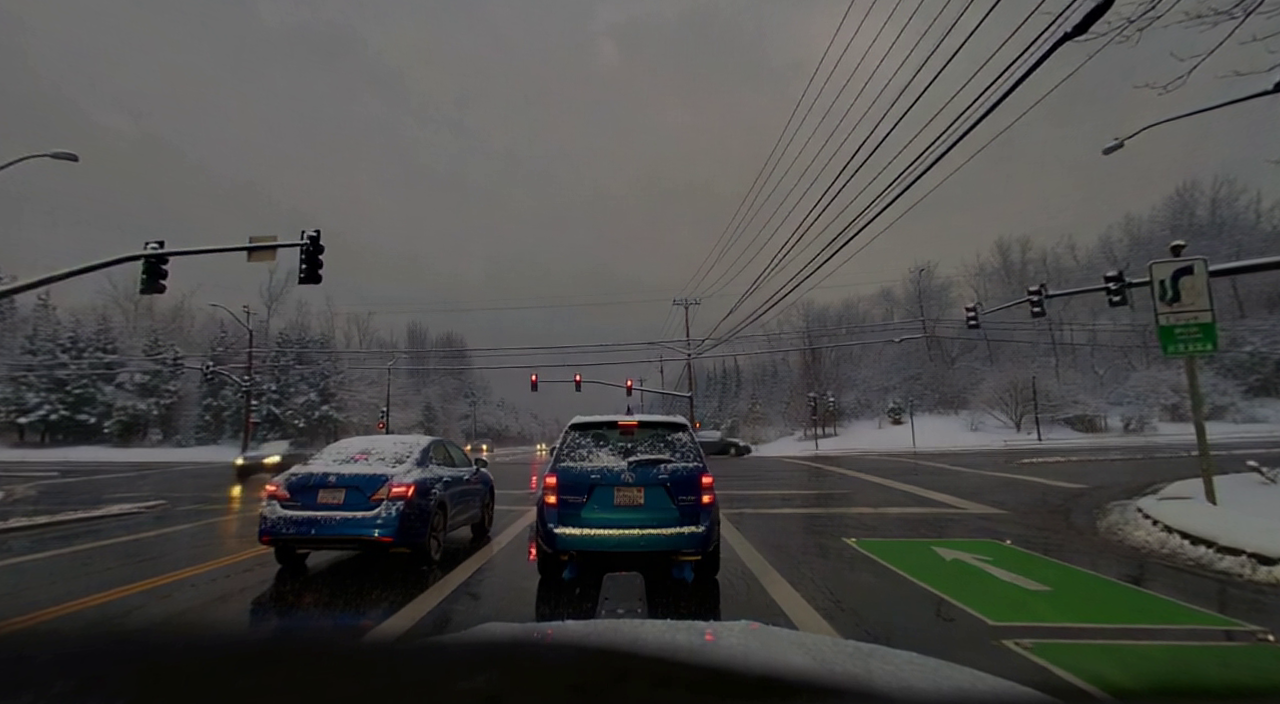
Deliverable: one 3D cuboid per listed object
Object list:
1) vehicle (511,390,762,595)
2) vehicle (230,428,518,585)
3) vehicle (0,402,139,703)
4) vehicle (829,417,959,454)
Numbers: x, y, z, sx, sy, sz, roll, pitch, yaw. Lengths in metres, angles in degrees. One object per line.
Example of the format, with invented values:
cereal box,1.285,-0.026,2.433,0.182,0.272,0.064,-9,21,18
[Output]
vehicle,-0.062,1.520,7.606,2.182,1.773,4.041,0,-8,-1
vehicle,-2.934,1.768,8.007,1.969,1.486,3.702,0,-8,1
vehicle,-3.350,0.659,0.441,1.928,1.488,4.936,0,-8,0
vehicle,13.840,4.605,34.820,6.143,1.944,2.229,-1,-8,5
